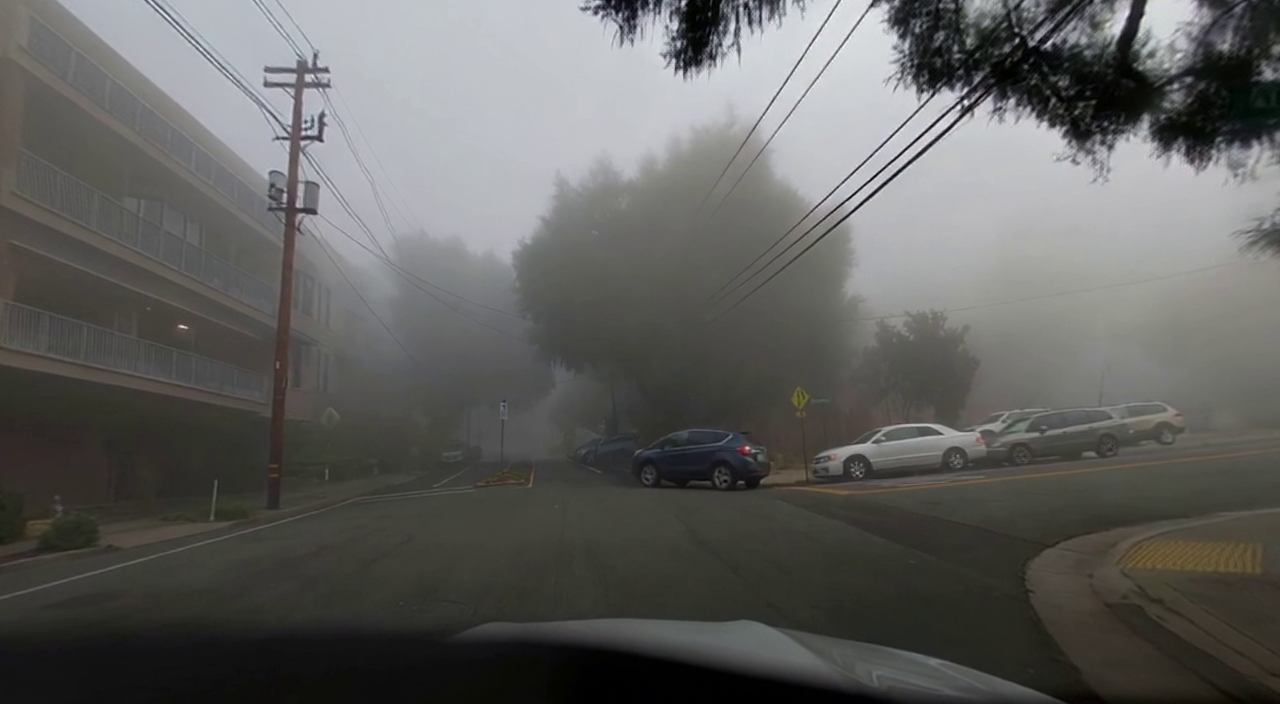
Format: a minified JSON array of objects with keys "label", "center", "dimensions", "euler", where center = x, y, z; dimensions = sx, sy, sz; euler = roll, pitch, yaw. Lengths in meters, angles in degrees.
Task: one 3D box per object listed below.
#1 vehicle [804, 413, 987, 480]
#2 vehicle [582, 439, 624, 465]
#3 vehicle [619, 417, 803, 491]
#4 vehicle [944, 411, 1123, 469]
[{"label":"vehicle","center":[7.907,2.979,19.775],"dimensions":[4.877,1.755,1.918],"euler":[-1,-11,-11]},{"label":"vehicle","center":[-2.328,6.158,38.874],"dimensions":[1.918,1.475,4.060],"euler":[2,-9,-12]},{"label":"vehicle","center":[1.983,2.932,18.331],"dimensions":[4.790,1.872,2.155],"euler":[-6,-10,33]},{"label":"vehicle","center":[12.915,2.913,20.861],"dimensions":[4.830,1.490,1.878],"euler":[-2,-11,-11]}]
